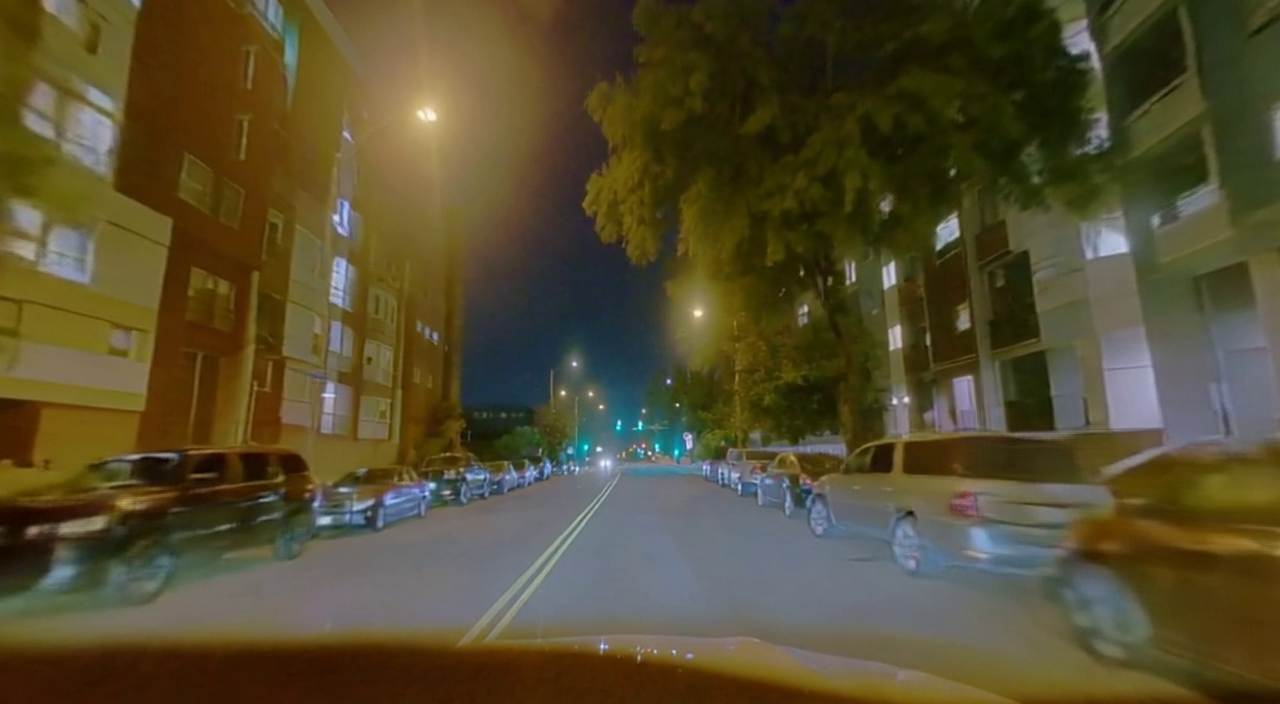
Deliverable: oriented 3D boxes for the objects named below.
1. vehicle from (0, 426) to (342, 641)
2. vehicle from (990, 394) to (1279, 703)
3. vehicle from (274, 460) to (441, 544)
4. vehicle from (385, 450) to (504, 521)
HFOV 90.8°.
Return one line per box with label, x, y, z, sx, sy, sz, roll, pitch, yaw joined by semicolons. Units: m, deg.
vehicle;-6.096;2.009;8.025;2.175;1.849;4.725;-4;-9;3
vehicle;3.856;1.026;2.879;1.924;1.657;4.665;-1;-9;2
vehicle;-6.054;3.224;14.196;1.765;1.426;4.349;-4;-9;0
vehicle;-5.987;4.108;19.993;2.077;1.756;4.665;-7;-9;1
